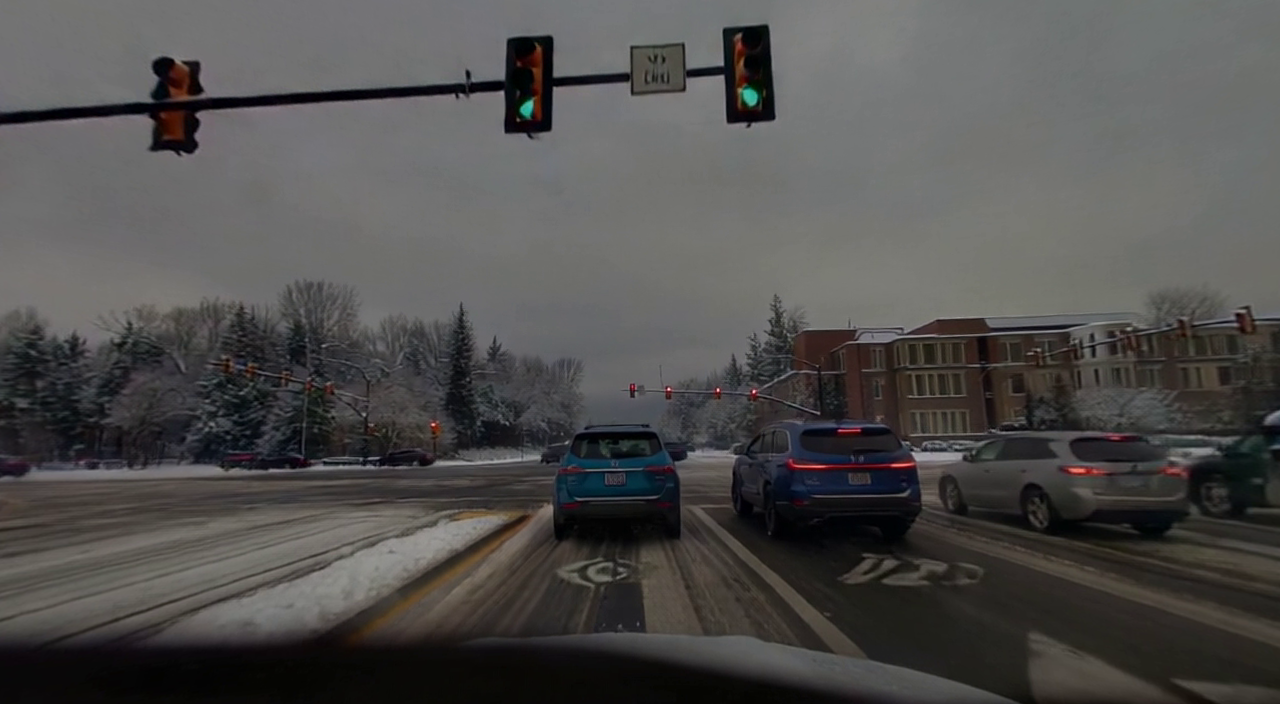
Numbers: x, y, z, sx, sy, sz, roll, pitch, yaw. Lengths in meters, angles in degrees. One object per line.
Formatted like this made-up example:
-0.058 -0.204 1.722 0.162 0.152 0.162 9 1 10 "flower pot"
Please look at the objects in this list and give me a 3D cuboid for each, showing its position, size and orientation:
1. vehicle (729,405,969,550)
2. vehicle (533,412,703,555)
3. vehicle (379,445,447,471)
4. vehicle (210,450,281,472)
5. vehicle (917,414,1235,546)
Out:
2.945 1.904 10.198 2.228 1.798 4.370 0 -9 -2 "vehicle"
-0.324 1.896 9.753 2.039 1.698 4.144 0 -9 -2 "vehicle"
-15.541 7.208 43.136 4.318 1.712 2.188 -6 -10 34 "vehicle"
-29.772 8.238 47.756 4.253 1.610 1.800 -1 -9 8 "vehicle"
6.075 1.826 9.615 1.690 1.538 4.313 0 -9 -1 "vehicle"
